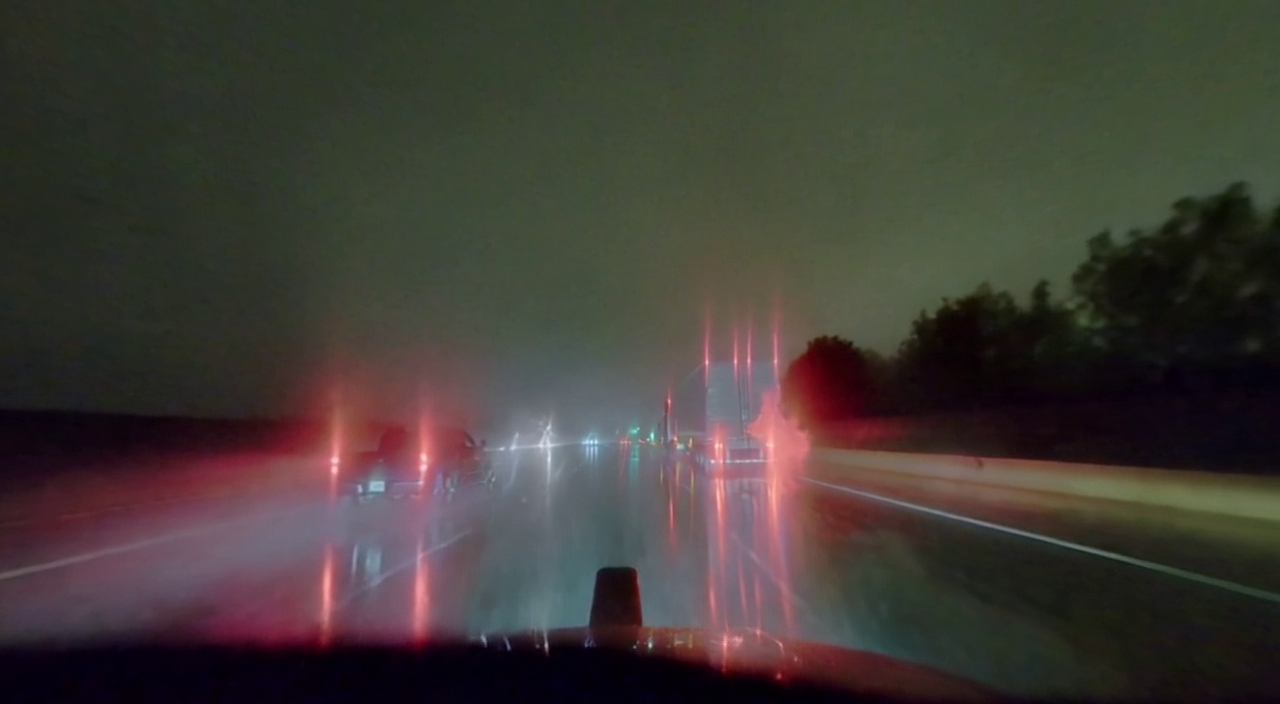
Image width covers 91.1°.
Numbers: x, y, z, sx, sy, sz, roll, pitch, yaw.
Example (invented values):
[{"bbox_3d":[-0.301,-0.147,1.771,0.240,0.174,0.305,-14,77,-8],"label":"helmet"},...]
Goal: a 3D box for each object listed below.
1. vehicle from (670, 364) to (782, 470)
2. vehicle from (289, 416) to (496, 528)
[{"bbox_3d":[3.798,3.757,33.587,3.144,4.168,17.594,0,-8,-1],"label":"vehicle"},{"bbox_3d":[-4.075,2.026,11.257,2.044,1.604,4.144,0,-8,0],"label":"vehicle"}]
